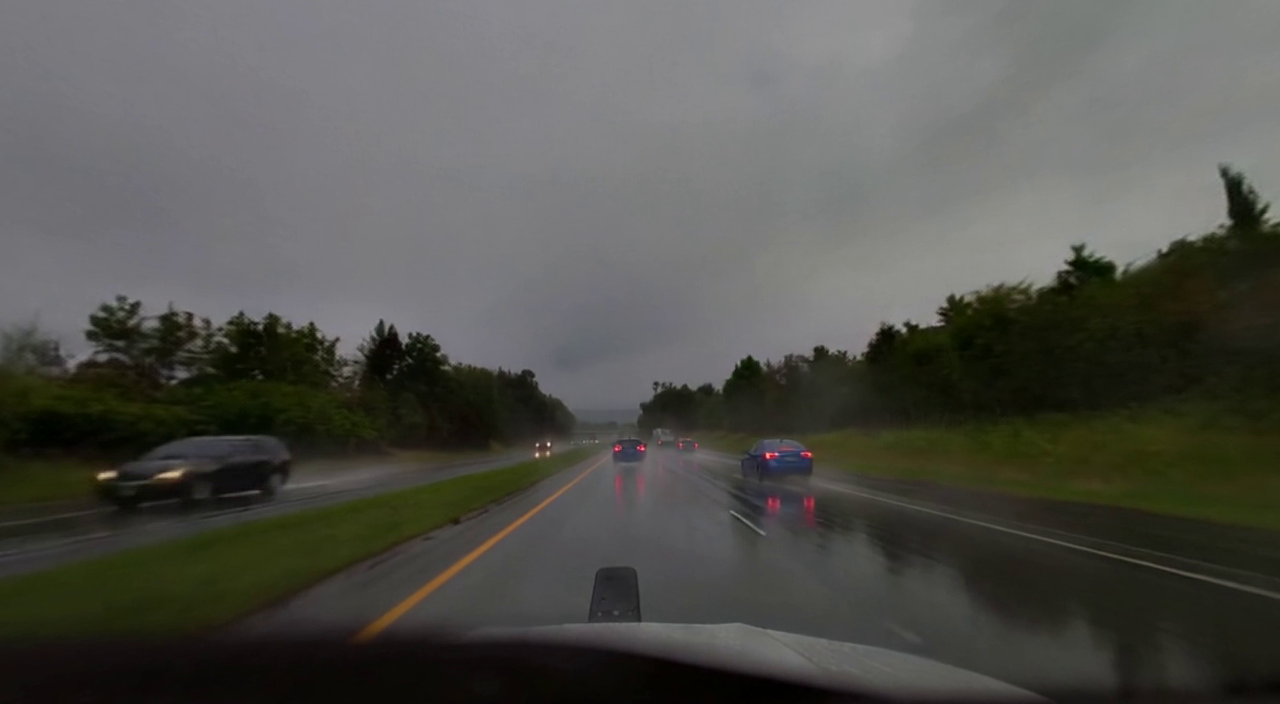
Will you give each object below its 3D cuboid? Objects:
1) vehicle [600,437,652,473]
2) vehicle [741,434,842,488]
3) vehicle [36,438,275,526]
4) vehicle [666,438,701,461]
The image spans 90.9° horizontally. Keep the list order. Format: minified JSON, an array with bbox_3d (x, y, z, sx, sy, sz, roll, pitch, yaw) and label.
[{"bbox_3d":[-0.594,4.517,27.945,2.143,1.466,3.693,0,-8,-1],"label":"vehicle"},{"bbox_3d":[4.644,3.376,20.010,2.066,1.526,4.216,0,-8,-1],"label":"vehicle"},{"bbox_3d":[-9.329,2.468,12.615,1.855,1.458,3.717,0,-8,-1],"label":"vehicle"},{"bbox_3d":[2.988,6.801,44.236,2.004,1.469,4.472,0,-8,-2],"label":"vehicle"}]
